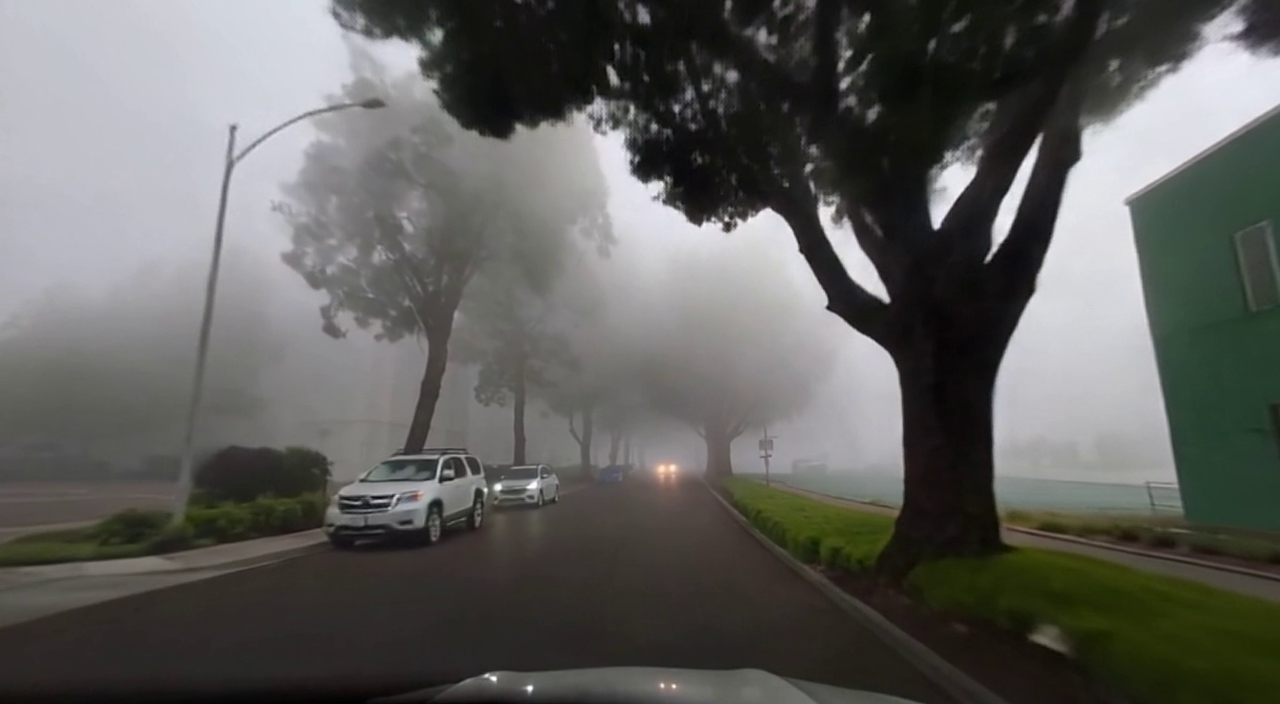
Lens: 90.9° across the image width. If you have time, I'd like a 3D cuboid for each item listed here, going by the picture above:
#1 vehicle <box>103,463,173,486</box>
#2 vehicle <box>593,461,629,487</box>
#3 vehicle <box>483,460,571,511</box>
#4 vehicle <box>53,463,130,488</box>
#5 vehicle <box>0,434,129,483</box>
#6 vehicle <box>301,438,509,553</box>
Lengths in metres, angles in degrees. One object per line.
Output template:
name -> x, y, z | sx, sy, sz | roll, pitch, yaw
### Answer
vehicle -> -31.719, 7.747, 39.908 | 1.590, 1.392, 3.279 | 0, -11, 2
vehicle -> -1.915, 8.240, 42.642 | 2.011, 1.596, 3.760 | -1, -10, 3
vehicle -> -3.707, 4.472, 21.471 | 1.903, 1.542, 4.115 | -2, -10, 5
vehicle -> -34.713, 7.819, 39.990 | 1.576, 1.410, 3.430 | 1, -10, 3
vehicle -> -39.258, 7.346, 43.256 | 2.519, 3.043, 6.151 | 0, -10, 5
vehicle -> -4.219, 2.677, 12.350 | 2.022, 1.776, 4.625 | -2, -10, 4
